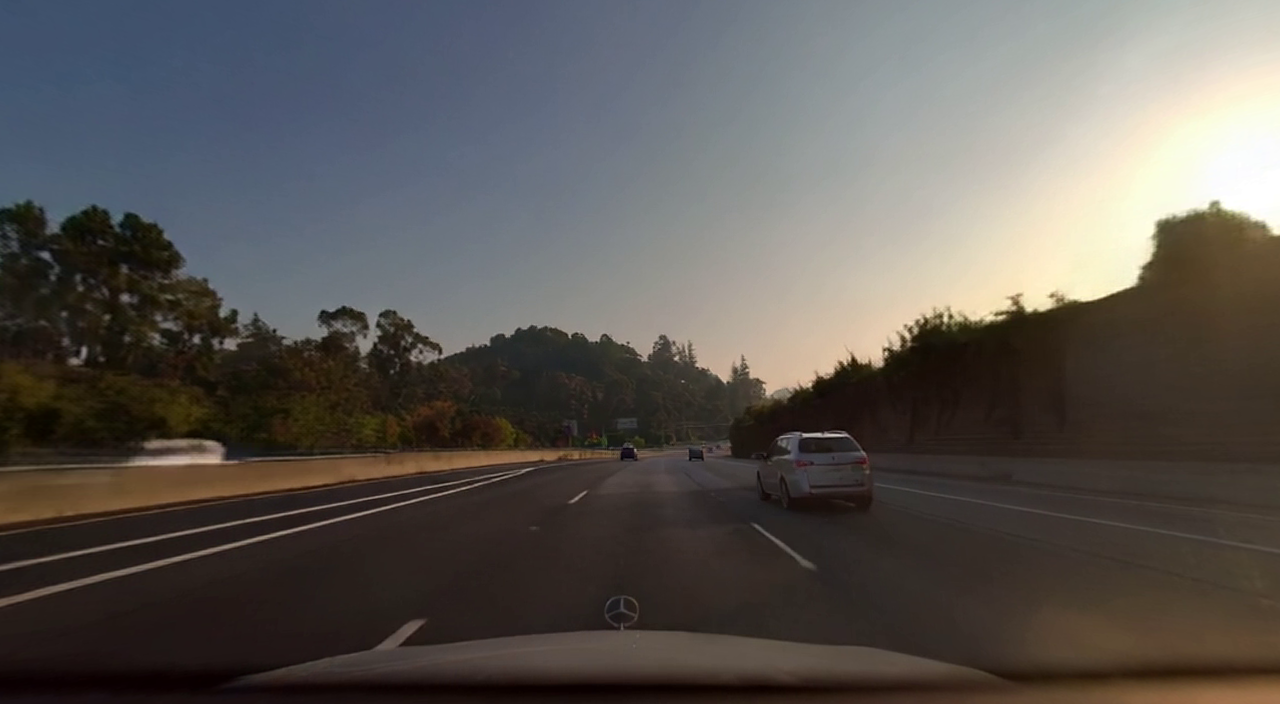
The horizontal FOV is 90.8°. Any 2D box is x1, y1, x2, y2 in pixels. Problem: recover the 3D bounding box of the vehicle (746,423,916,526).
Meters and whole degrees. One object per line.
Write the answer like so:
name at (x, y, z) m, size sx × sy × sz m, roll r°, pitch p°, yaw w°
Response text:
vehicle at (3.643, 2.432, 13.053) m, size 2.075 × 1.743 × 4.410 m, roll 0°, pitch -9°, yaw -1°
